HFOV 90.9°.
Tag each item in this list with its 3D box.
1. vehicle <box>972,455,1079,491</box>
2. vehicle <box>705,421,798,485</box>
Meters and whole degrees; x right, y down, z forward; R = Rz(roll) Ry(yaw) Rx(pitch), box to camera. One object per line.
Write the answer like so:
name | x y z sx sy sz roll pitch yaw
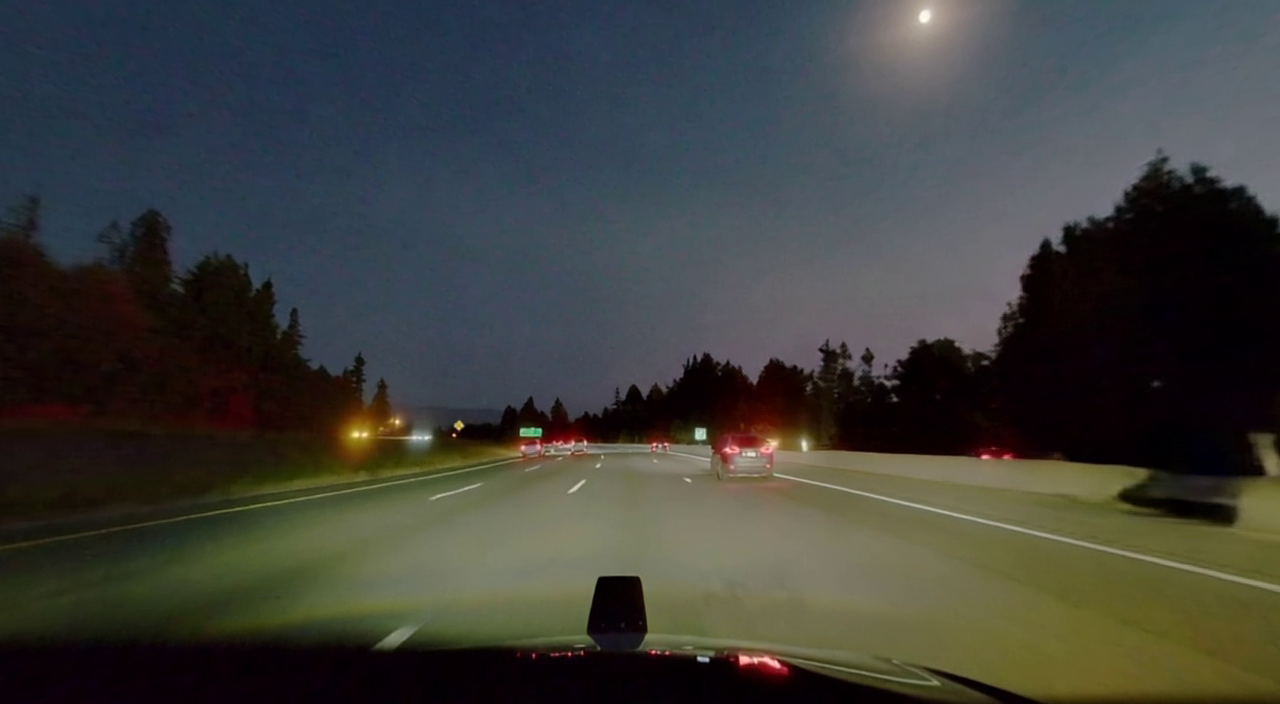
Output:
vehicle | 19.491 6.080 32.188 2.033 1.580 4.752 1 -8 -8
vehicle | 3.421 3.223 20.317 2.043 1.795 4.347 0 -8 -2
